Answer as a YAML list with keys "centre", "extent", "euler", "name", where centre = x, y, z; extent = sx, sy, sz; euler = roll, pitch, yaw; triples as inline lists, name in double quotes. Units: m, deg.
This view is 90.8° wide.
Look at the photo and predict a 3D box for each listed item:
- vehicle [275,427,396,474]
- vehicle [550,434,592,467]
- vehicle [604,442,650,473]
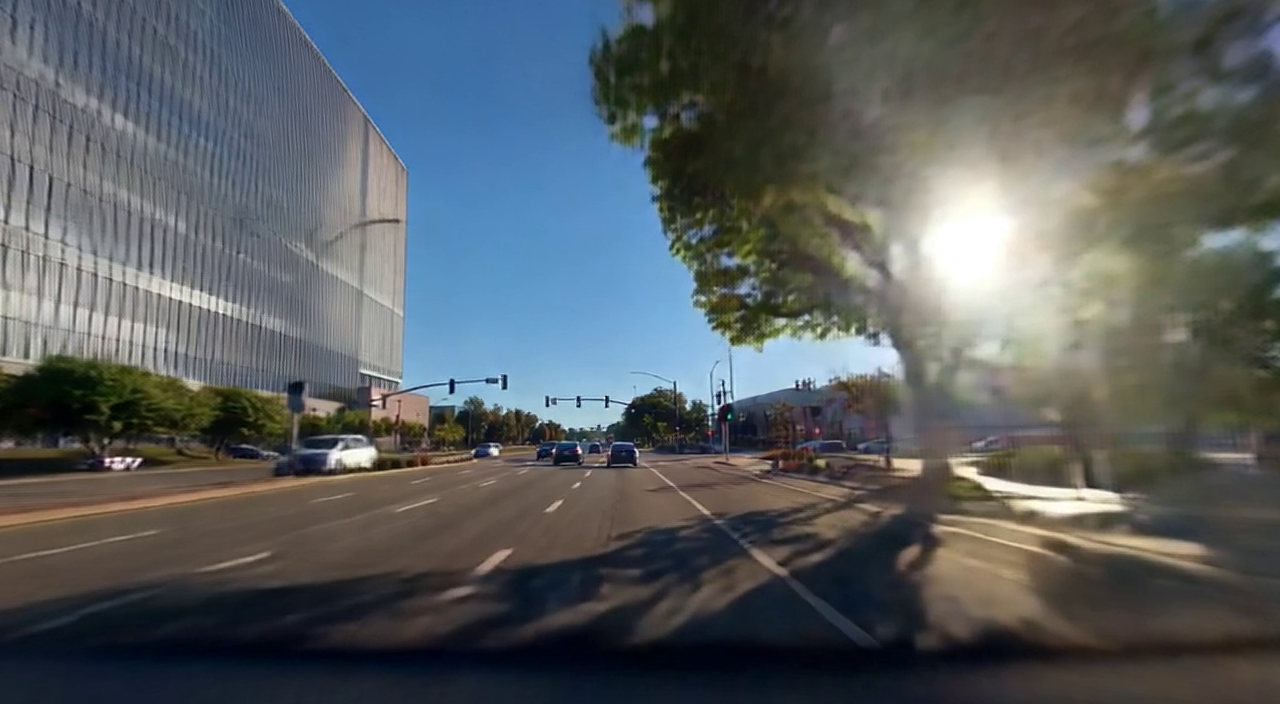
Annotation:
- centre: [-15.363, 5.036, 32.571]
  extent: [2.680, 2.131, 6.995]
  euler: [0, -8, 0]
  name: "vehicle"
- centre: [-3.942, 5.737, 36.780]
  extent: [2.001, 1.784, 4.483]
  euler: [0, -8, 0]
  name: "vehicle"
- centre: [-0.642, 4.998, 30.149]
  extent: [2.050, 1.385, 4.096]
  euler: [0, -8, -2]
  name: "vehicle"
